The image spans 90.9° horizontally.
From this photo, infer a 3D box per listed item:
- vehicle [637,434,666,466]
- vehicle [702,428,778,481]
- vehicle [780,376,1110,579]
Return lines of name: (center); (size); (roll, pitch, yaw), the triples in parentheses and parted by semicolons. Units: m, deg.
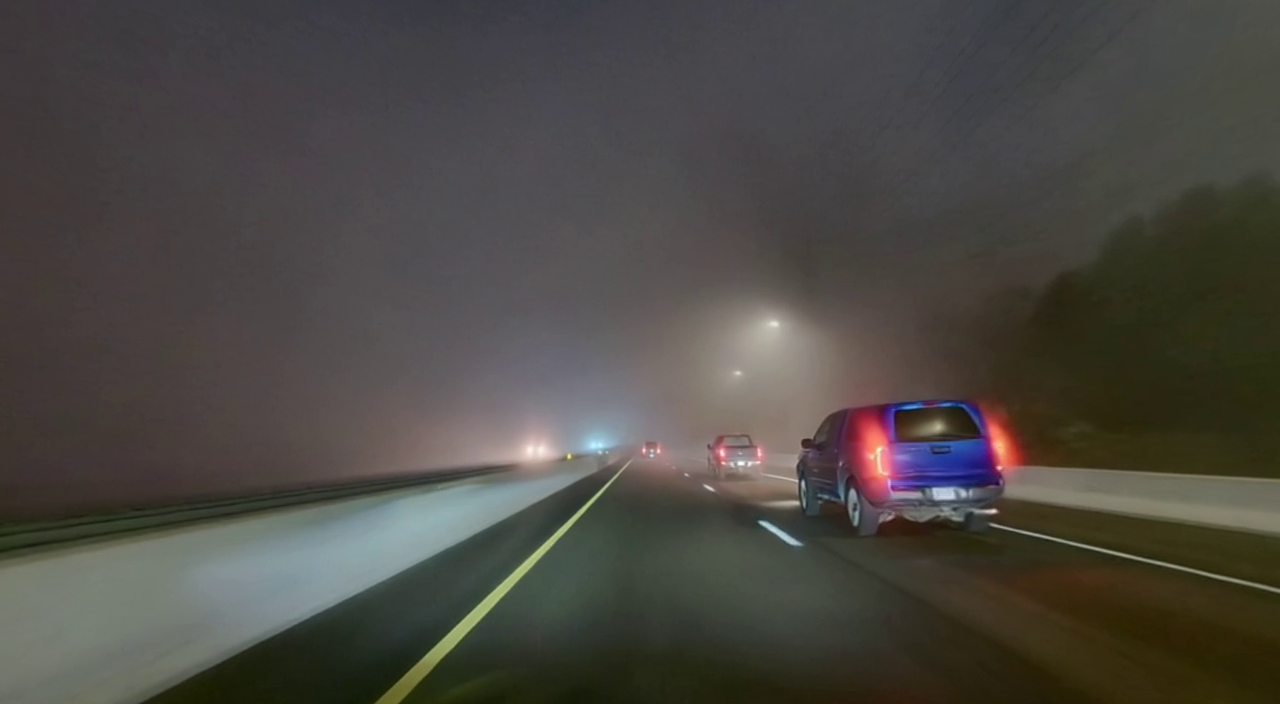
vehicle: (0.814, 7.531, 48.490); (2.099, 2.260, 4.899); (0, -8, 0)
vehicle: (4.447, 4.665, 29.048); (2.594, 2.155, 5.670); (0, -8, 0)
vehicle: (3.709, 1.657, 9.097); (2.145, 2.069, 5.057); (0, -8, -1)
